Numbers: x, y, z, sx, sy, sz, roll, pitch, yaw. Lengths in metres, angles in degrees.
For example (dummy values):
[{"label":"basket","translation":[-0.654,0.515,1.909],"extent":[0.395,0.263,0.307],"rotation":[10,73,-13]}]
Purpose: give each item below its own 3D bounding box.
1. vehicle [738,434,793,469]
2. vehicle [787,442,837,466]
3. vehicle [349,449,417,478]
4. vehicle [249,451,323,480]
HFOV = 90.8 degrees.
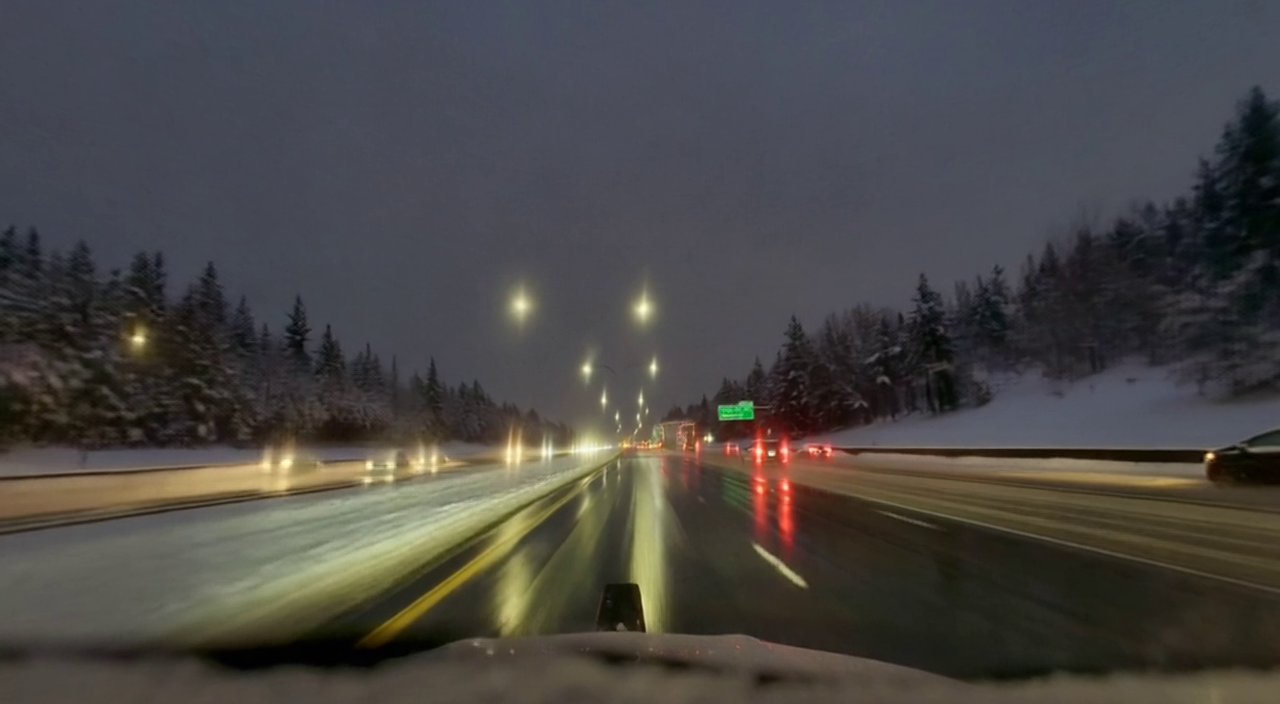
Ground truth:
[{"label":"vehicle","translation":[7.081,5.655,36.060],"extent":[2.098,1.820,4.505],"rotation":[0,-9,-2]},{"label":"vehicle","translation":[10.923,6.497,40.395],"extent":[1.931,1.479,4.183],"rotation":[0,-9,-1]},{"label":"vehicle","translation":[-15.755,6.829,39.040],"extent":[2.345,1.623,4.641],"rotation":[0,-9,-2]},{"label":"vehicle","translation":[-24.682,7.880,44.300],"extent":[2.302,1.848,4.869],"rotation":[0,-9,0]}]
